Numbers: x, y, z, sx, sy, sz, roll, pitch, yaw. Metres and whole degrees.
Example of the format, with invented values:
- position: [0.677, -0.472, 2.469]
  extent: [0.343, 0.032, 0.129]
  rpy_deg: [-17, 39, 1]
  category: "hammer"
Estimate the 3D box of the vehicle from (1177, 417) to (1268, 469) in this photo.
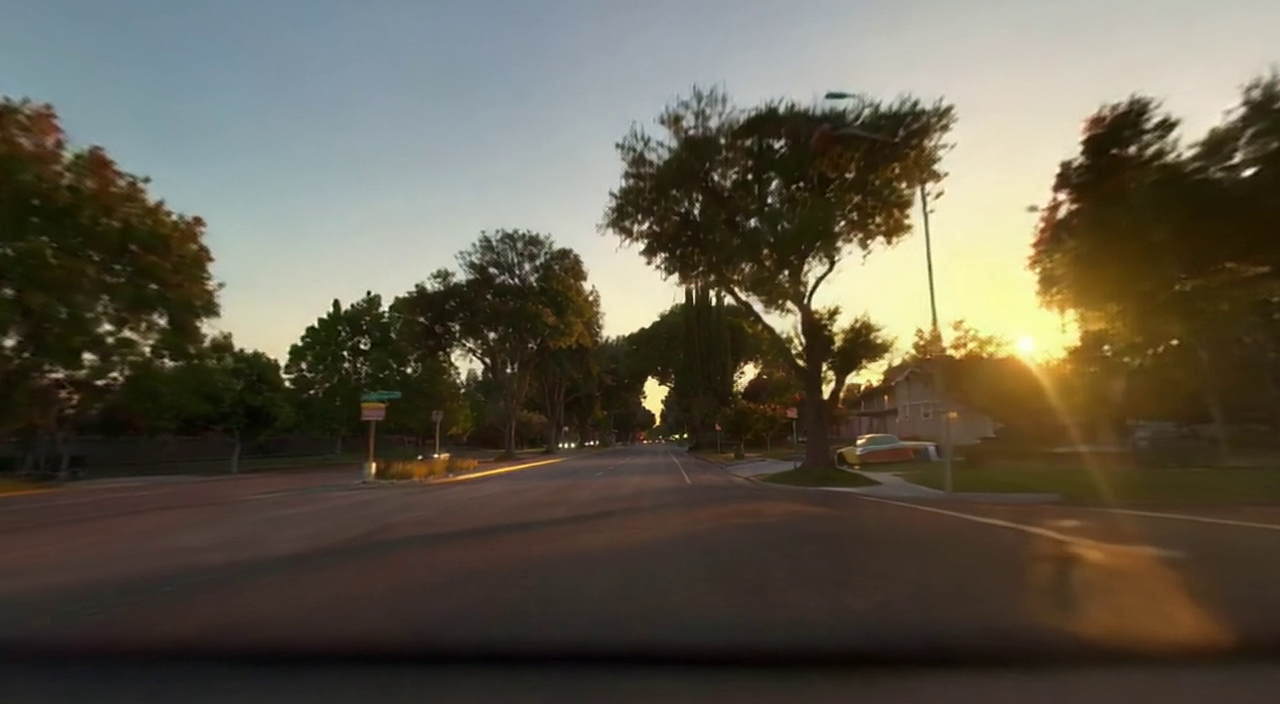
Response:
- position: [19.769, 3.030, 21.438]
  extent: [1.979, 1.560, 4.241]
  rpy_deg: [-7, -9, 43]
  category: "vehicle"

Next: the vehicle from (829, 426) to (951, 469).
- position: [10.667, 4.053, 27.283]
  extent: [2.199, 1.661, 4.495]
  rpy_deg: [4, -8, -28]
  category: "vehicle"
